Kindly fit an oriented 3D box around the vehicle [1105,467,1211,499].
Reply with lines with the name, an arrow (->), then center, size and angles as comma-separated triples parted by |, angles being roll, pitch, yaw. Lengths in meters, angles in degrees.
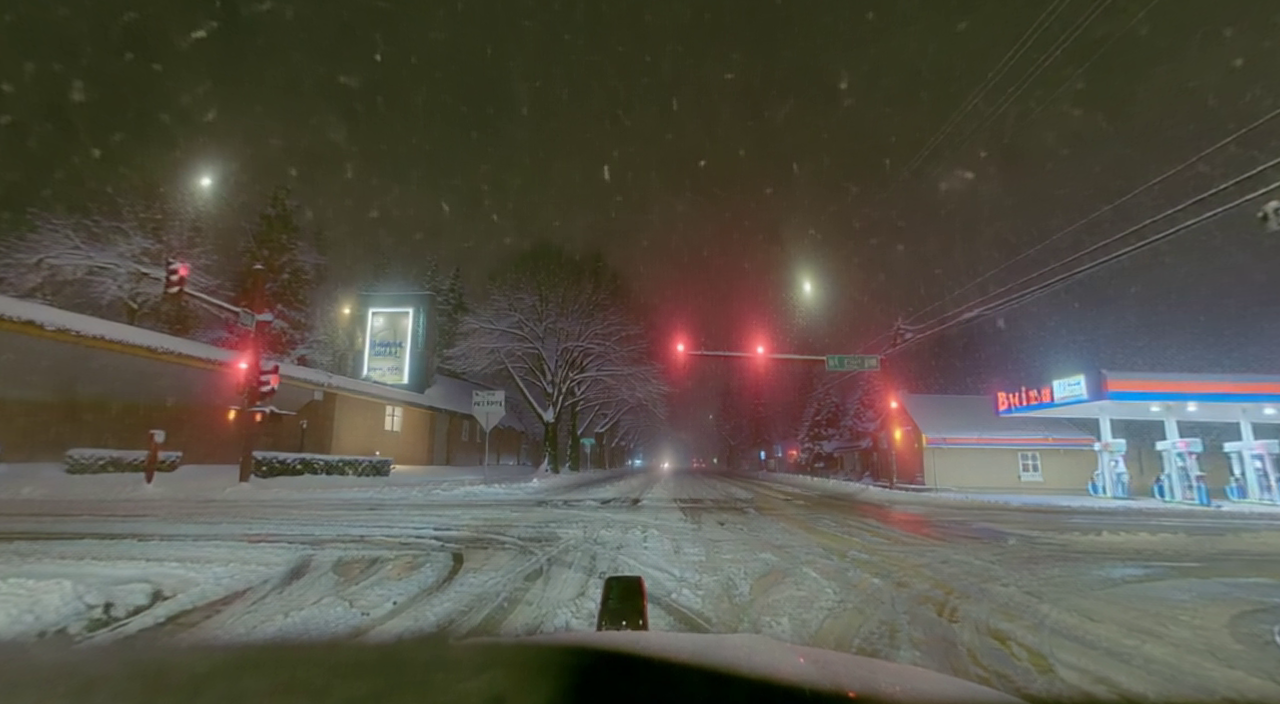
vehicle -> 28.019, 7.058, 34.318 | 1.897, 1.466, 4.211 | 1, -8, -6
